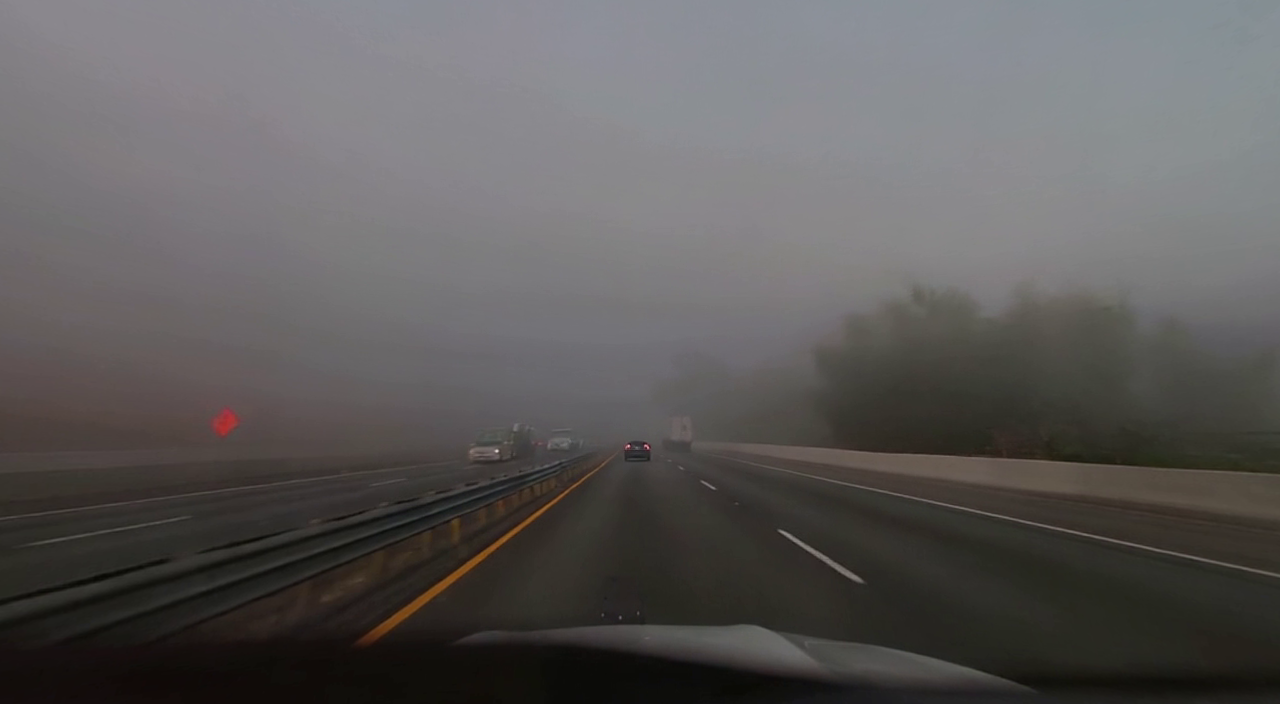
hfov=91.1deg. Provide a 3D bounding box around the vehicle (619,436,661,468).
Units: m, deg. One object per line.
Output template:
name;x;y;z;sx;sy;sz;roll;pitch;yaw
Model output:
vehicle;-0.019;5.077;32.044;2.004;1.472;4.075;0;-8;-1
